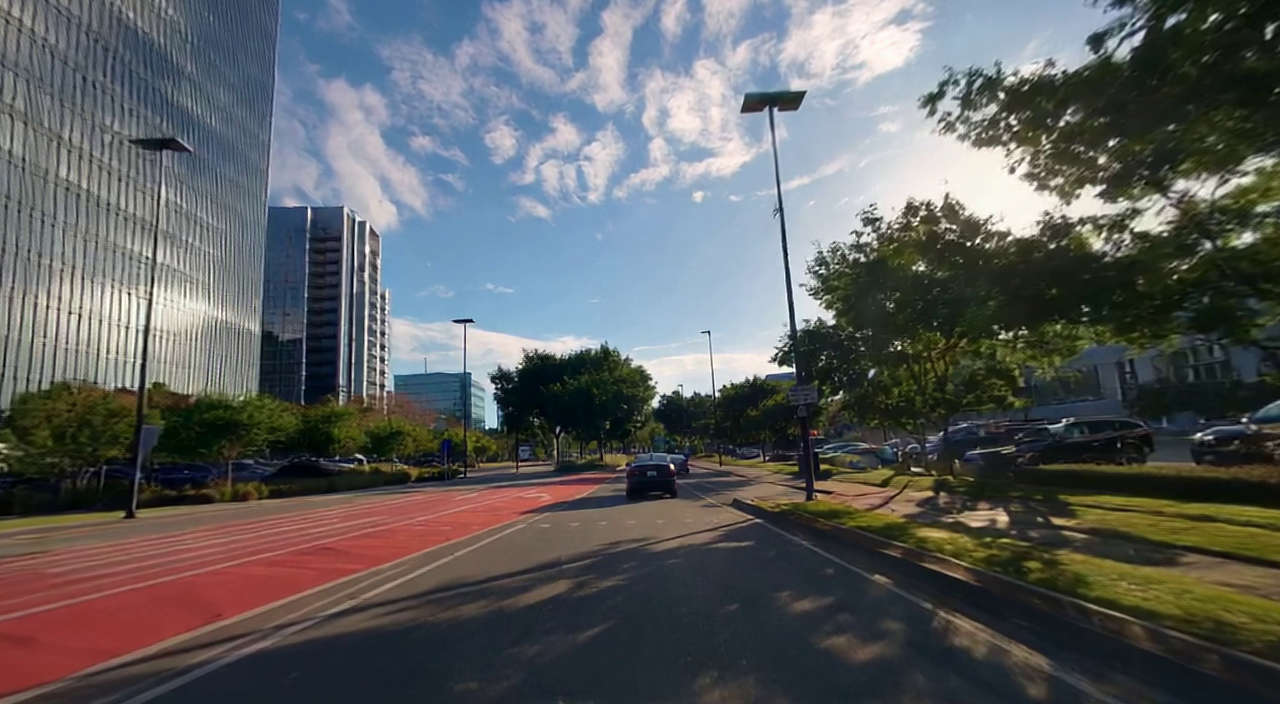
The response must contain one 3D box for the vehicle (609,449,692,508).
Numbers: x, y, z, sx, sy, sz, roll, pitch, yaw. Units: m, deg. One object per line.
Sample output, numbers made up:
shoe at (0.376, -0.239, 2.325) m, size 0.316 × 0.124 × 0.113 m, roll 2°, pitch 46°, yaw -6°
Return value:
vehicle at (0.220, 3.490, 17.833) m, size 2.063 × 1.442 × 4.135 m, roll 0°, pitch -9°, yaw -1°
